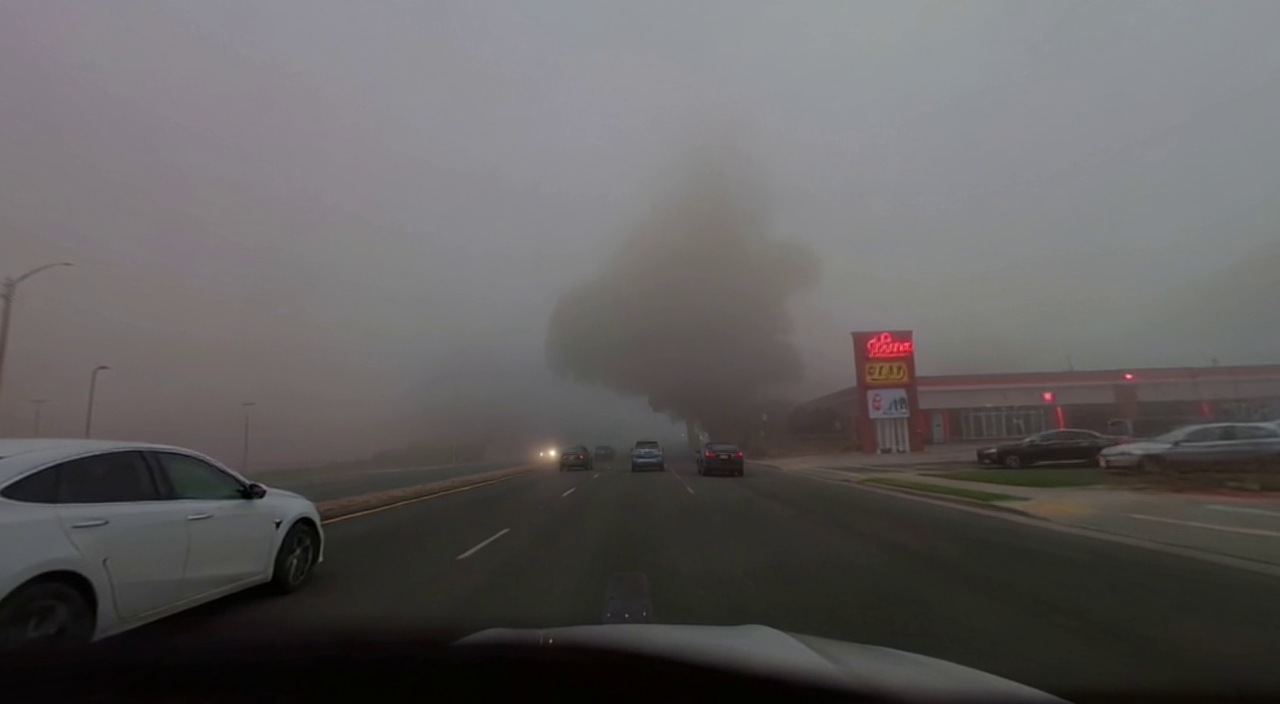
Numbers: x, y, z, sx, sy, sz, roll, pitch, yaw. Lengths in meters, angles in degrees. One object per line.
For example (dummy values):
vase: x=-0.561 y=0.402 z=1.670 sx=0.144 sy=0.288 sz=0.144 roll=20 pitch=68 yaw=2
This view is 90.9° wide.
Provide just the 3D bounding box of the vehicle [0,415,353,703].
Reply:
vehicle: x=-3.999 y=1.245 z=4.353 sx=1.908 sy=1.481 sz=4.351 roll=0 pitch=-9 yaw=1

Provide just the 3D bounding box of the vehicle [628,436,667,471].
vehicle: x=0.421 y=5.945 z=37.052 sx=2.193 sy=1.873 sz=4.033 roll=0 pitch=-9 yaw=0

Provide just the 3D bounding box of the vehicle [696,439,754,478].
vehicle: x=3.613 y=4.613 z=27.472 sx=1.922 sy=1.579 sz=3.642 roll=1 pitch=-9 yaw=-1

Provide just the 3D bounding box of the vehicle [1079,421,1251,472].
vehicle: x=16.391 y=2.993 z=20.009 sx=1.891 sy=1.440 sz=4.045 roll=1 pitch=-9 yaw=-1

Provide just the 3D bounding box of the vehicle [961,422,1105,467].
vehicle: x=16.839 y=4.035 z=27.302 sx=1.945 sy=1.690 sz=4.833 roll=1 pitch=-9 yaw=-27

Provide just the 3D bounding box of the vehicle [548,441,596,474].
vehicle: x=-3.613 y=5.686 z=34.195 sx=2.026 sy=1.665 sz=4.193 roll=0 pitch=-9 yaw=1
